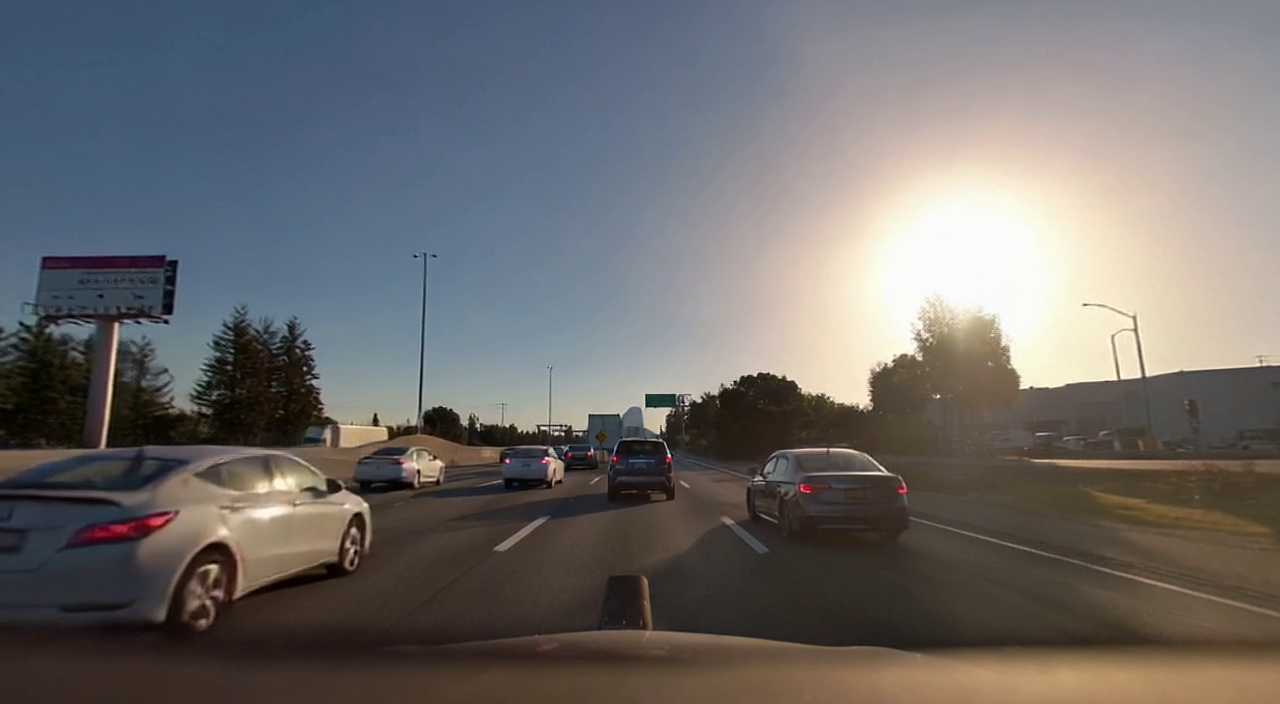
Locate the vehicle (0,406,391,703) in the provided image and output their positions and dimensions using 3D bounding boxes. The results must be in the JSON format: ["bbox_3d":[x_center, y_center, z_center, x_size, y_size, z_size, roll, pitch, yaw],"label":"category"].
[{"bbox_3d":[-3.769,1.316,4.970,1.883,1.500,4.161,0,-9,0],"label":"vehicle"}]

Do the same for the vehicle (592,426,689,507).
[{"bbox_3d":[0.028,2.828,15.968,2.152,1.779,3.924,0,-9,1],"label":"vehicle"}]

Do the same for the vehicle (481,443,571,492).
[{"bbox_3d":[-3.670,3.807,21.182,2.132,1.464,4.481,0,-9,1],"label":"vehicle"}]

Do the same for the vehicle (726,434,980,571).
[{"bbox_3d":[2.661,1.996,9.234,2.018,1.470,4.491,0,-9,-2],"label":"vehicle"}]
